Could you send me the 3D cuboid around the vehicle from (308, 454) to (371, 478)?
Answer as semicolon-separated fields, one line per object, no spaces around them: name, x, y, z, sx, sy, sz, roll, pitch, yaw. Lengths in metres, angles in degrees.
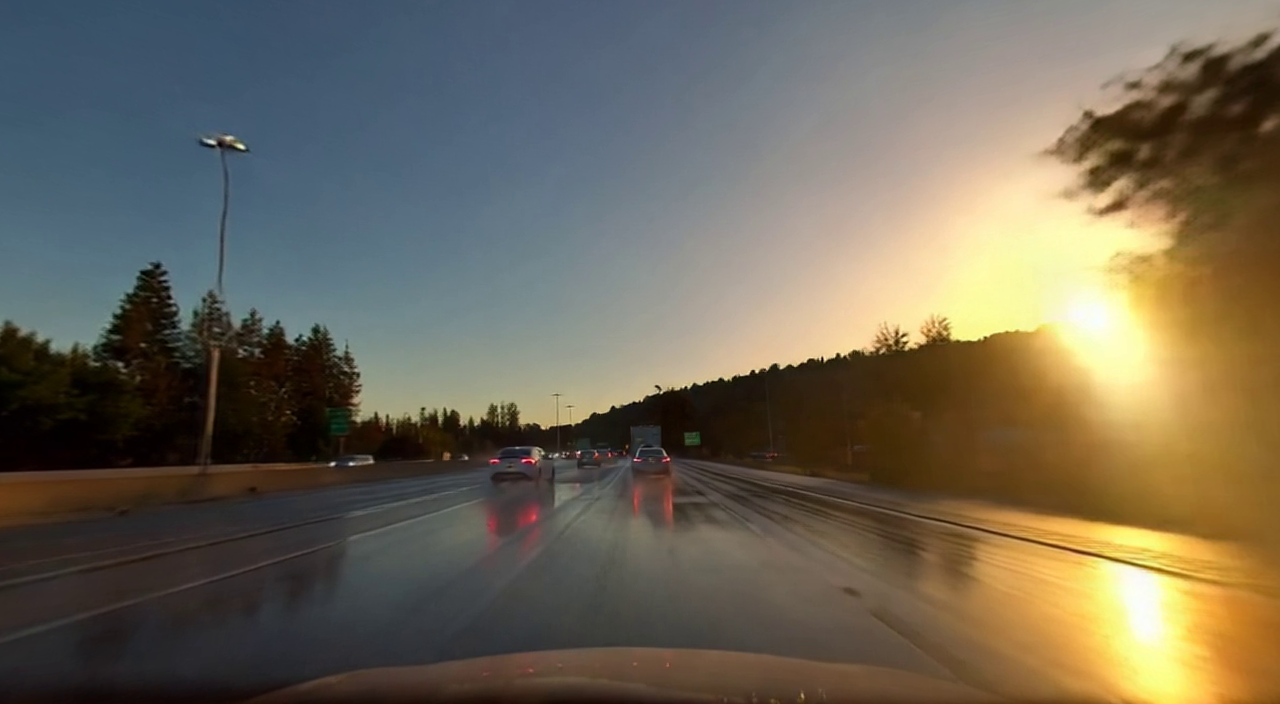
vehicle;-20.367;7.752;42.755;1.921;1.485;4.671;-1;-9;1

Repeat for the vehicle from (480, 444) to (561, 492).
vehicle;-4.089;4.050;22.234;1.940;1.502;4.463;-1;-9;0

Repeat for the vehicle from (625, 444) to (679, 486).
vehicle;0.439;4.549;25.538;2.015;1.526;4.286;0;-9;0
